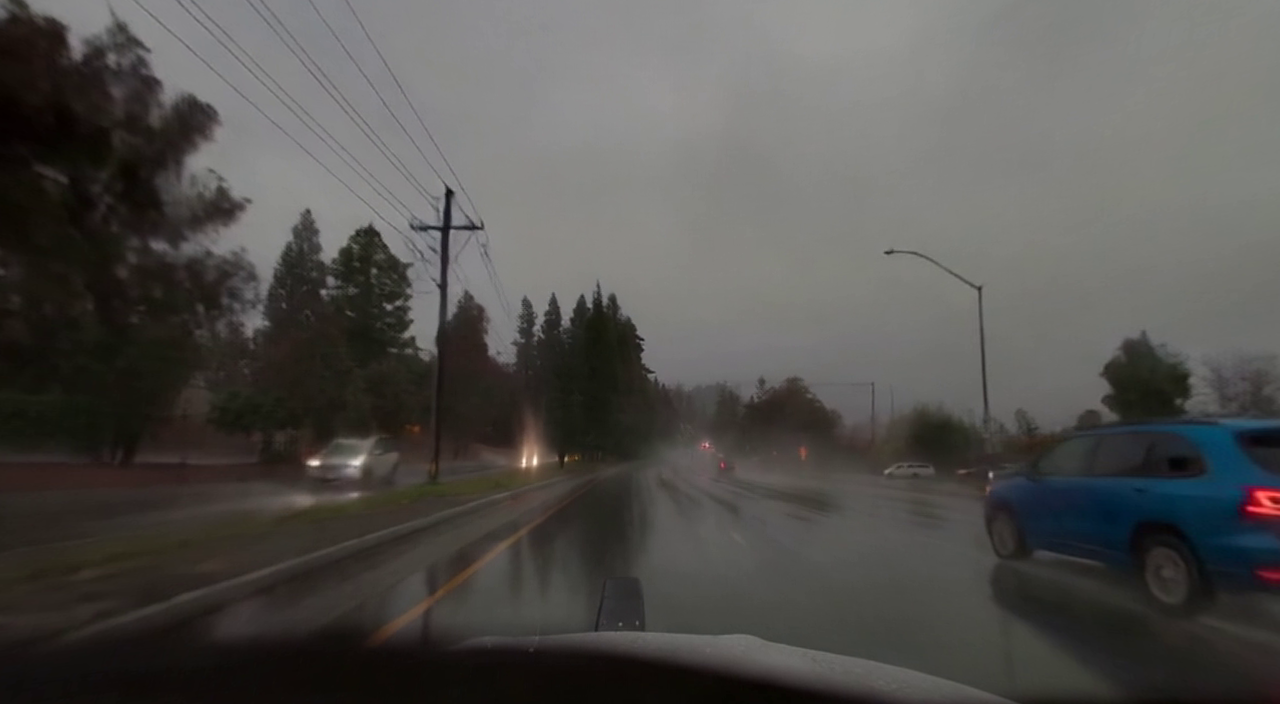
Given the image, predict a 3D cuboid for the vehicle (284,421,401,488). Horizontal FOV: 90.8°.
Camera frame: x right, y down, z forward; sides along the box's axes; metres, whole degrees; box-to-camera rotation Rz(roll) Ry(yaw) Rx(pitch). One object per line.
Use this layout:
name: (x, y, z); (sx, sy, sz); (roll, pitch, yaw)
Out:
vehicle: (-10.315, 3.712, 22.379); (2.206, 2.034, 4.486); (-2, -11, -4)

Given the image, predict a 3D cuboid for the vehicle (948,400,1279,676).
vehicle: (5.544, 1.480, 6.188); (2.331, 1.872, 5.378); (-4, -8, 1)
